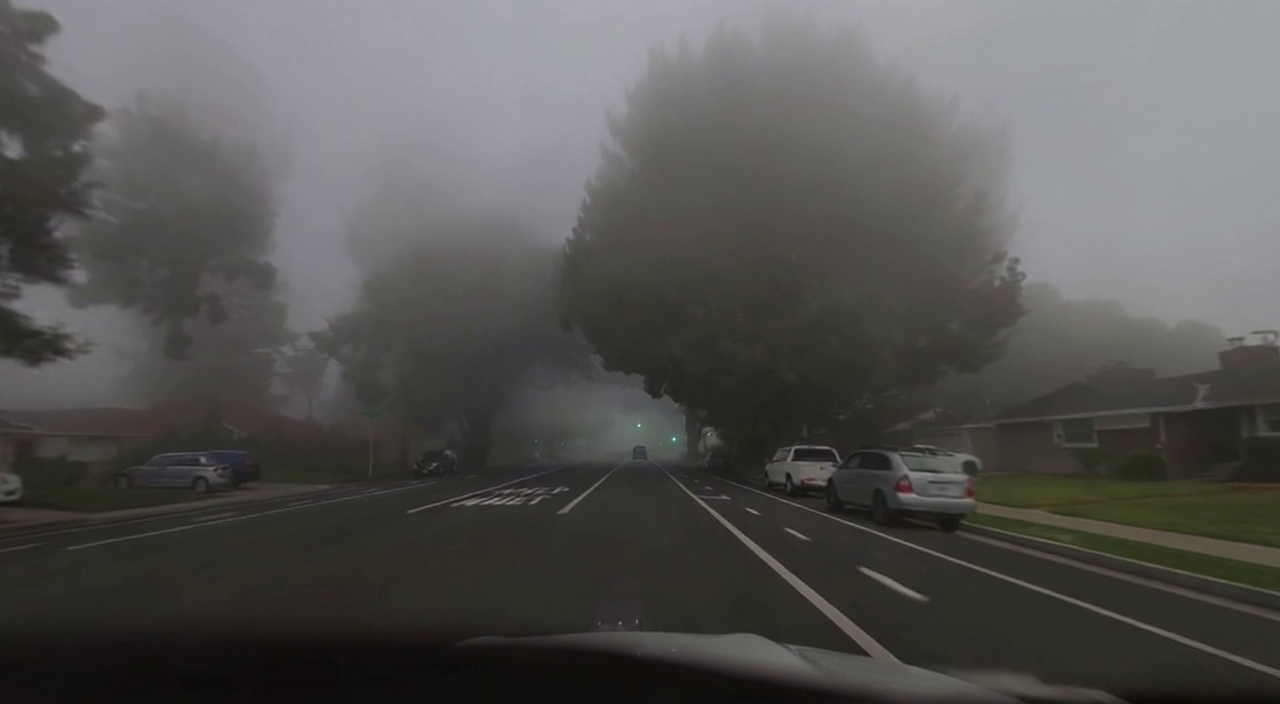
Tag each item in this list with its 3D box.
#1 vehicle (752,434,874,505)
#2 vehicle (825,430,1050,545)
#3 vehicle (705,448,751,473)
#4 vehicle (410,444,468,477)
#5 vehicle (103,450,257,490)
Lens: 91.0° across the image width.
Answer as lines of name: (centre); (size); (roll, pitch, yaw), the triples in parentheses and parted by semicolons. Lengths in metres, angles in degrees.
vehicle: (5.198, 3.592, 19.699); (2.171, 1.798, 5.040); (3, -9, -3)
vehicle: (5.366, 2.484, 12.235); (2.164, 1.729, 4.488); (2, -9, -1)
vehicle: (5.343, 6.657, 38.895); (2.002, 1.461, 4.673); (1, -9, -2)
vehicle: (-11.879, 6.461, 37.527); (2.061, 1.760, 4.569); (-1, -10, -1)
vehicle: (-17.645, 4.523, 24.317); (4.349, 1.457, 1.997); (0, -9, 0)
